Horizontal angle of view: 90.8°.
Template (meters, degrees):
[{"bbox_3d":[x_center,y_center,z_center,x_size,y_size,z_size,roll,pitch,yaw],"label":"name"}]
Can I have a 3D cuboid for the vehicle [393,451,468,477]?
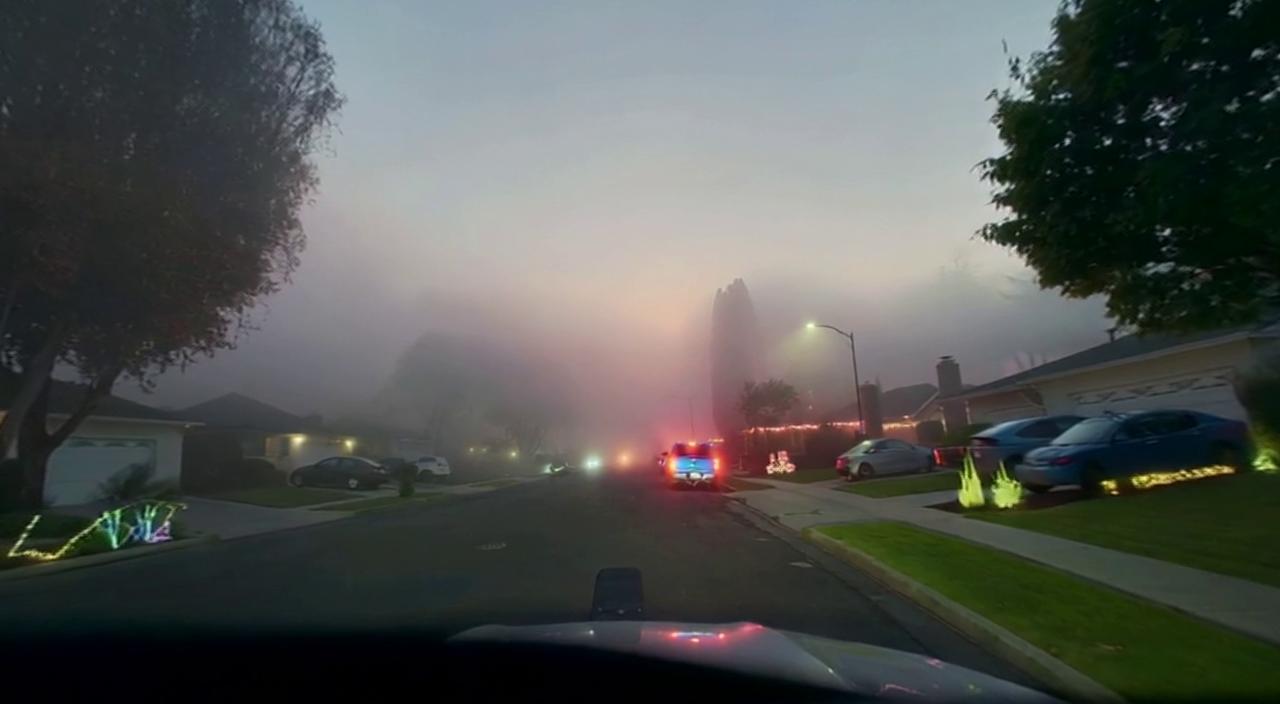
[{"bbox_3d":[-13.772,7.364,41.777,4.319,1.605,1.770,0,-9,-2],"label":"vehicle"}]

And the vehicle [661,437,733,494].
[{"bbox_3d":[2.289,4.529,25.630,2.552,2.024,5.414,-1,-9,5],"label":"vehicle"}]

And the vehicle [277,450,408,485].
[{"bbox_3d":[-13.212,5.134,28.248,4.916,1.485,1.807,0,-9,0],"label":"vehicle"}]

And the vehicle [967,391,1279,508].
[{"bbox_3d":[8.916,1.797,11.656,4.554,1.515,1.858,-7,-9,5],"label":"vehicle"}]
